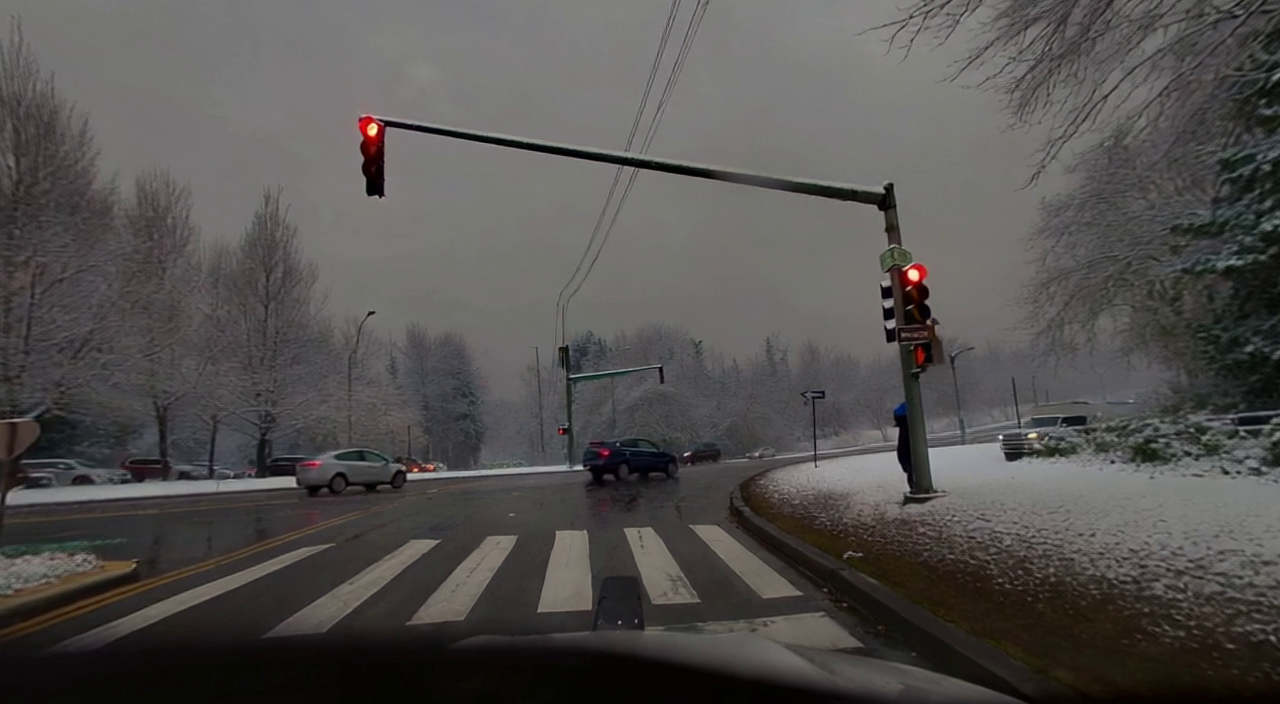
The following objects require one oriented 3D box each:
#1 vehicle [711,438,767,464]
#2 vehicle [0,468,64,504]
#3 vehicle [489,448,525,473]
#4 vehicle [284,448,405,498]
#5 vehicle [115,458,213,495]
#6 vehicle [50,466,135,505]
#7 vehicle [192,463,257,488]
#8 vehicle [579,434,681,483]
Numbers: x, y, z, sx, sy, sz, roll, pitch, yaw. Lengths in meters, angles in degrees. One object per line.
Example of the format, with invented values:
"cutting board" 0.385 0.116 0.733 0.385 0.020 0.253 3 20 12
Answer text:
"vehicle" 6.997 6.944 43.961 1.867 1.743 4.259 -8 -11 40
"vehicle" -30.330 6.452 30.331 1.800 1.520 3.968 2 -9 -13
"vehicle" -8.851 7.242 42.046 1.776 1.558 3.779 0 -9 -4
"vehicle" -10.796 4.398 23.218 1.832 1.674 3.805 -4 -9 19
"vehicle" -27.840 7.267 36.910 2.064 1.913 5.081 0 -9 -4
"vehicle" -25.421 6.158 29.259 1.694 1.528 4.225 3 -9 -23
"vehicle" -28.550 8.473 43.178 1.768 1.465 3.972 0 -9 -1
"vehicle" -0.333 4.458 26.484 1.988 1.853 4.314 -7 -11 39
